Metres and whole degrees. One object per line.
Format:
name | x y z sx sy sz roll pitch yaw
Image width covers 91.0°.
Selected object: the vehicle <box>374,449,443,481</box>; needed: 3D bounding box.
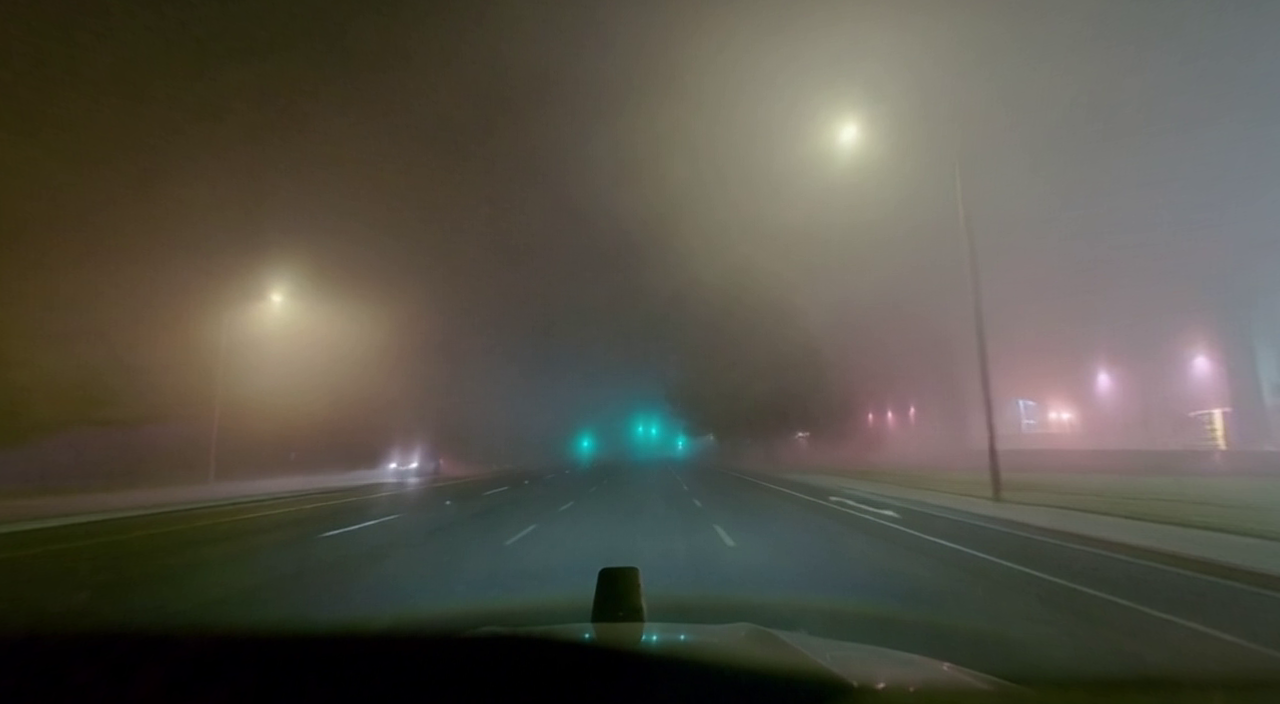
vehicle | -13.042 6.377 35.821 2.094 1.638 4.477 -1 -9 2
